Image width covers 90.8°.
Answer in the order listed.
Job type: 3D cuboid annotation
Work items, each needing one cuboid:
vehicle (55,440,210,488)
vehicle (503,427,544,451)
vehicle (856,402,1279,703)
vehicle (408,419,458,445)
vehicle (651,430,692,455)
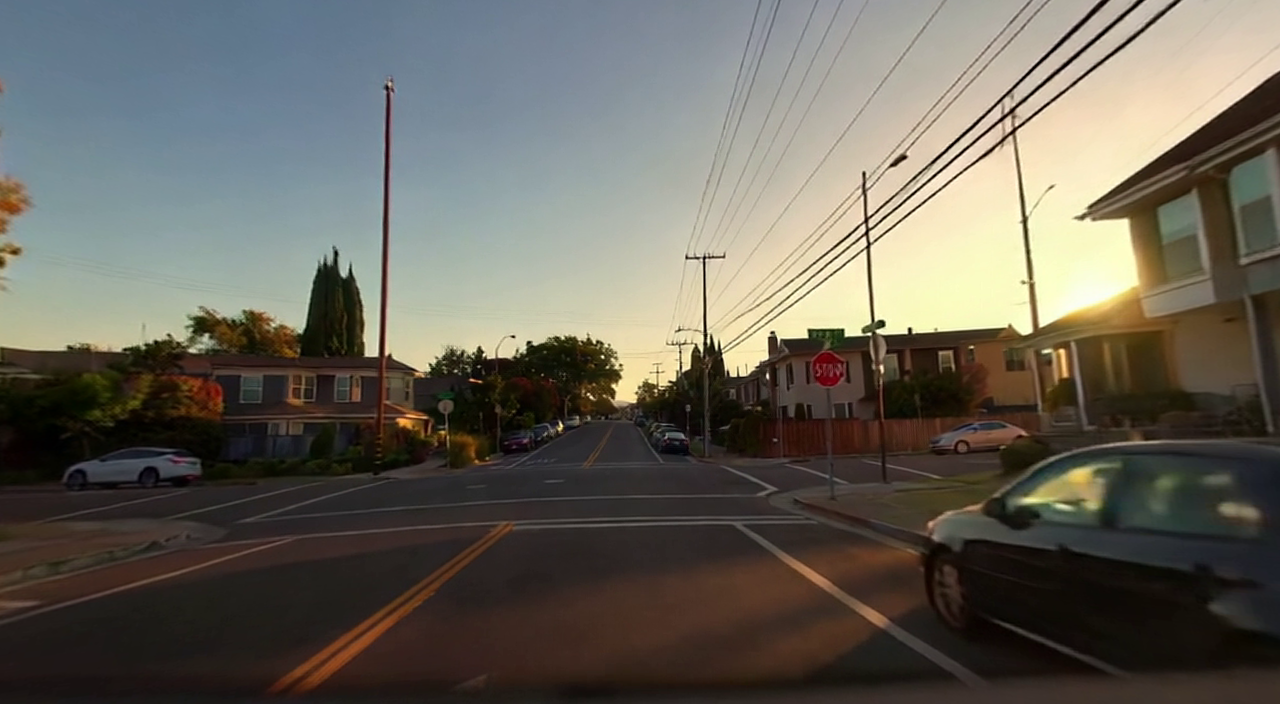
[{"bbox_3d":[-19.612,4.323,24.626,4.181,1.742,1.945,1,-9,-10],"label":"vehicle"},{"bbox_3d":[-8.117,6.152,44.389,2.065,1.553,4.636,0,-8,0],"label":"vehicle"},{"bbox_3d":[3.048,1.064,3.150,2.038,1.473,4.842,0,-8,-3],"label":"vehicle"},{"bbox_3d":[-14.129,5.564,43.402,1.992,1.678,4.658,0,-8,-2],"label":"vehicle"},{"bbox_3d":[1.929,5.783,40.175,2.120,1.487,4.360,0,-8,-4],"label":"vehicle"}]
